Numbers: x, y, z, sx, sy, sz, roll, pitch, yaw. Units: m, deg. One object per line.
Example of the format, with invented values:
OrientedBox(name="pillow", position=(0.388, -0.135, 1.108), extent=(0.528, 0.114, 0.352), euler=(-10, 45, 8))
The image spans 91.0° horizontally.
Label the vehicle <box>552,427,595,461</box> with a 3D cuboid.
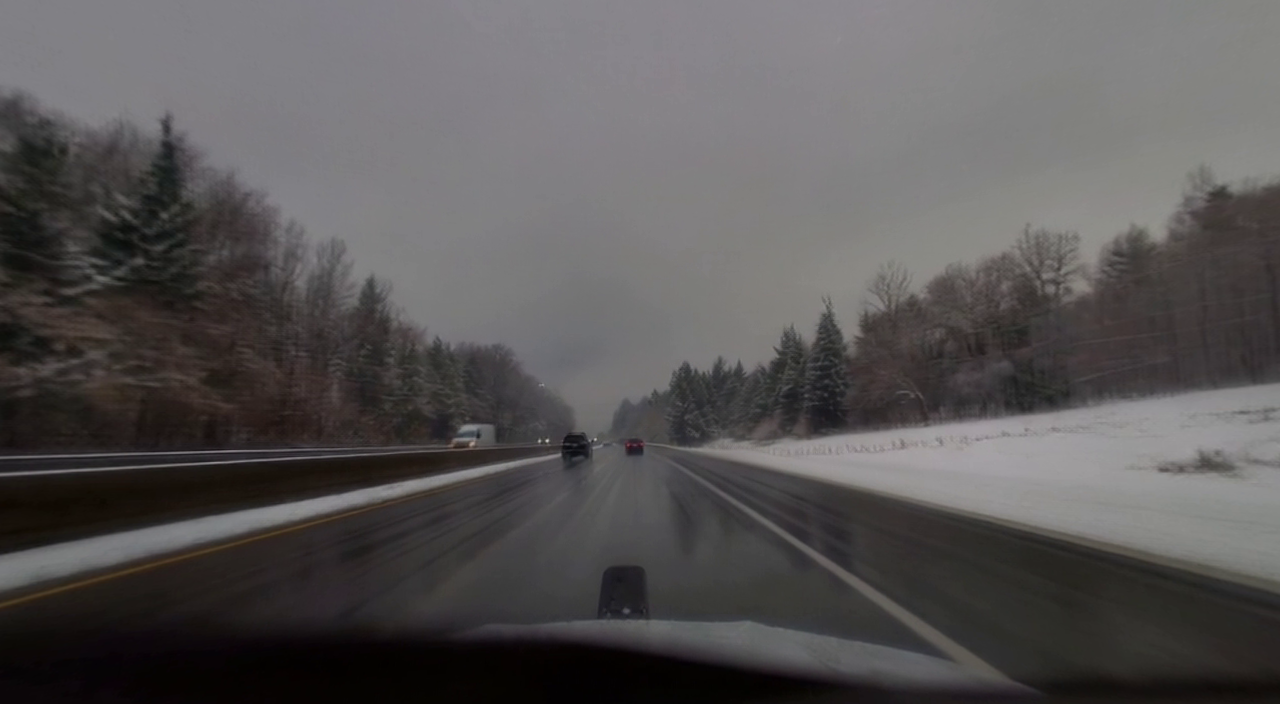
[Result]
OrientedBox(name="vehicle", position=(-4.185, 5.912, 40.514), extent=(2.241, 2.034, 4.890), euler=(0, -8, 0))
